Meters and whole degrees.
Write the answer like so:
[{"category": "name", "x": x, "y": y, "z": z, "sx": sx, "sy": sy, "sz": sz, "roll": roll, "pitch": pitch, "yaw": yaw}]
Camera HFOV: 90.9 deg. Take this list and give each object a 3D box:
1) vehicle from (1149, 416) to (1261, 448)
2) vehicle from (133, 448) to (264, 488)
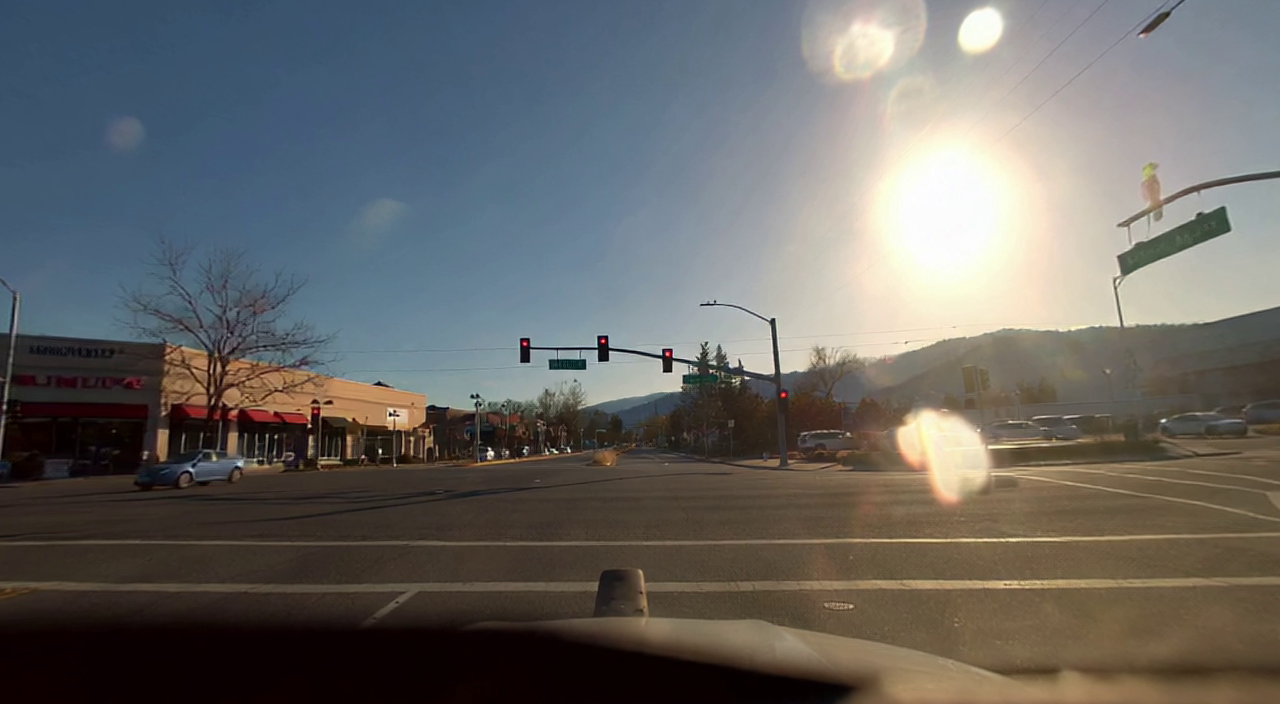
[{"category": "vehicle", "x": 28.270, "y": 4.067, "z": 31.722, "sx": 1.799, "sy": 1.459, "sz": 4.266, "roll": -1, "pitch": -8, "yaw": 3}, {"category": "vehicle", "x": -18.424, "y": 4.832, "z": 26.629, "sx": 1.919, "sy": 1.513, "sz": 4.604, "roll": -1, "pitch": -8, "yaw": 4}]
